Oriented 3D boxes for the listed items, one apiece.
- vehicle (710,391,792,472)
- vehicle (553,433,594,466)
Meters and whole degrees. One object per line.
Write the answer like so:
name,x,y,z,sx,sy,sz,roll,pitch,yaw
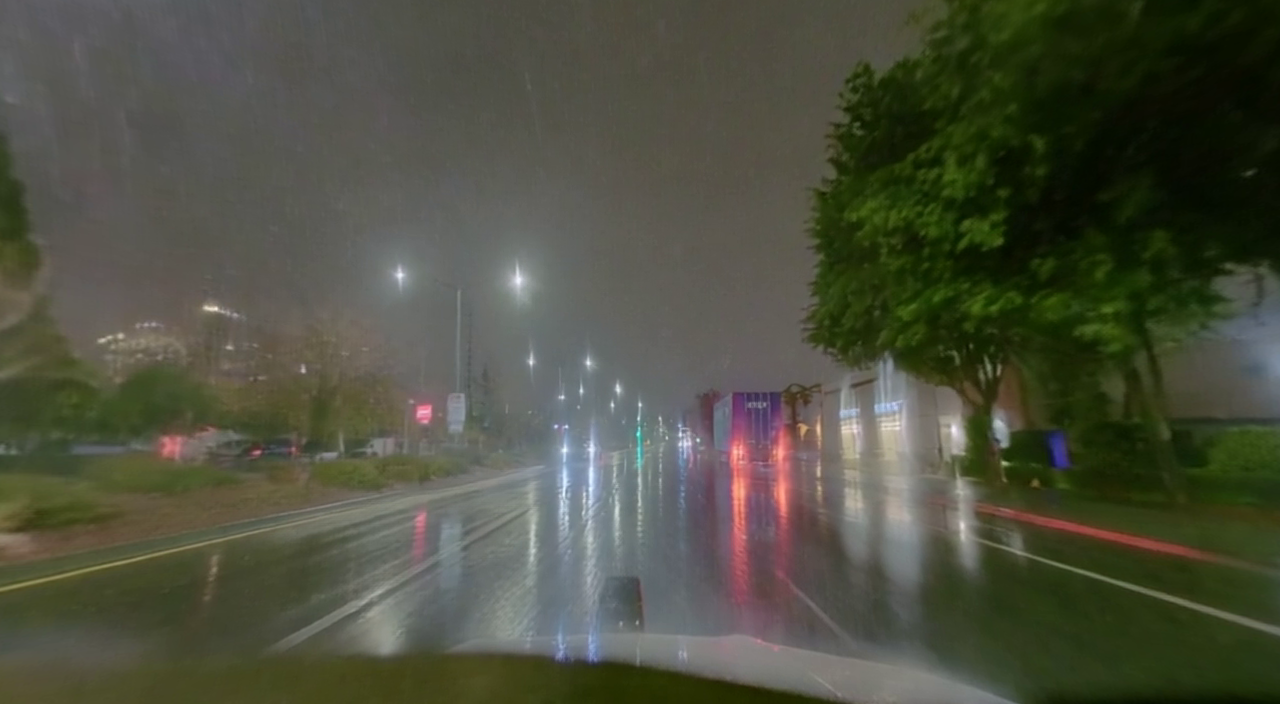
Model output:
vehicle,6.164,4.712,36.800,2.981,4.106,8.794,0,-9,-1
vehicle,-4.429,6.627,42.866,2.270,2.068,5.865,0,-8,-1
